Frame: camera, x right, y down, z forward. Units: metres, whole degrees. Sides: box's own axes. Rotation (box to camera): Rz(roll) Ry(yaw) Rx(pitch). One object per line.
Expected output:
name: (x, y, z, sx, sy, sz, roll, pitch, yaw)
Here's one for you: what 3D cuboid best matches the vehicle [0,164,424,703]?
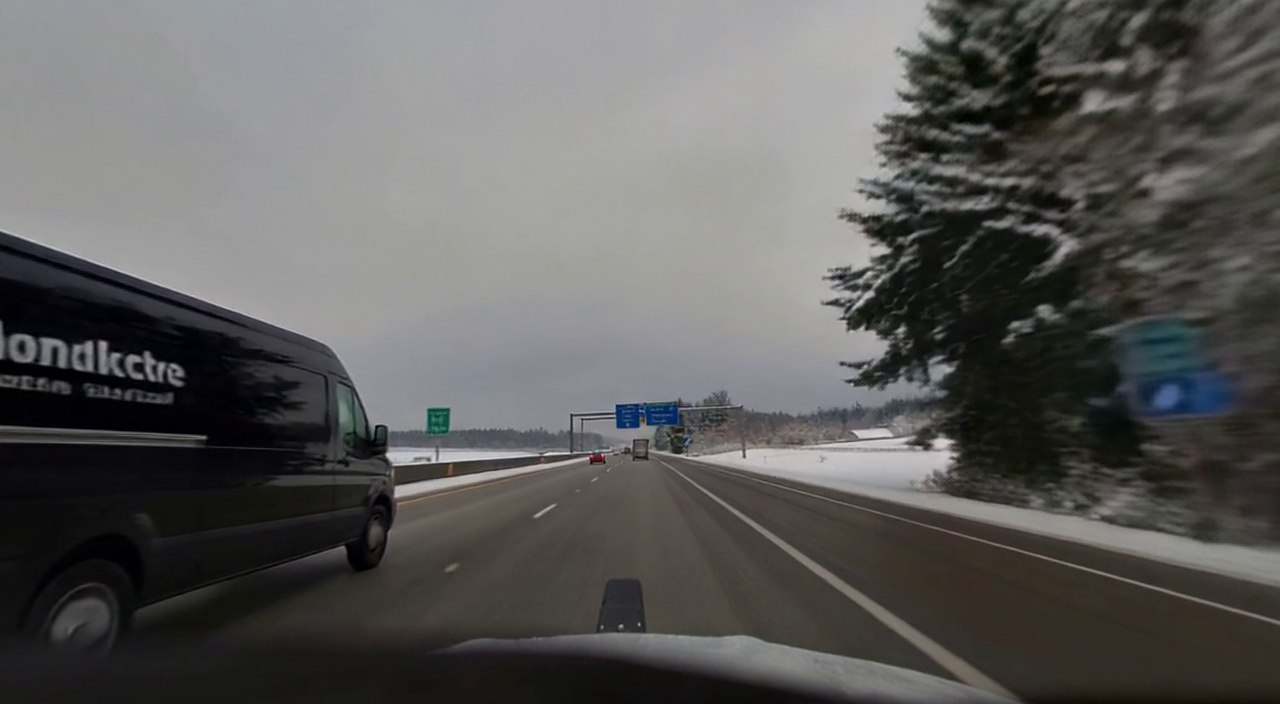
vehicle: (-4.032, 0.811, 4.849, 2.320, 2.636, 7.021, 0, -9, -1)
